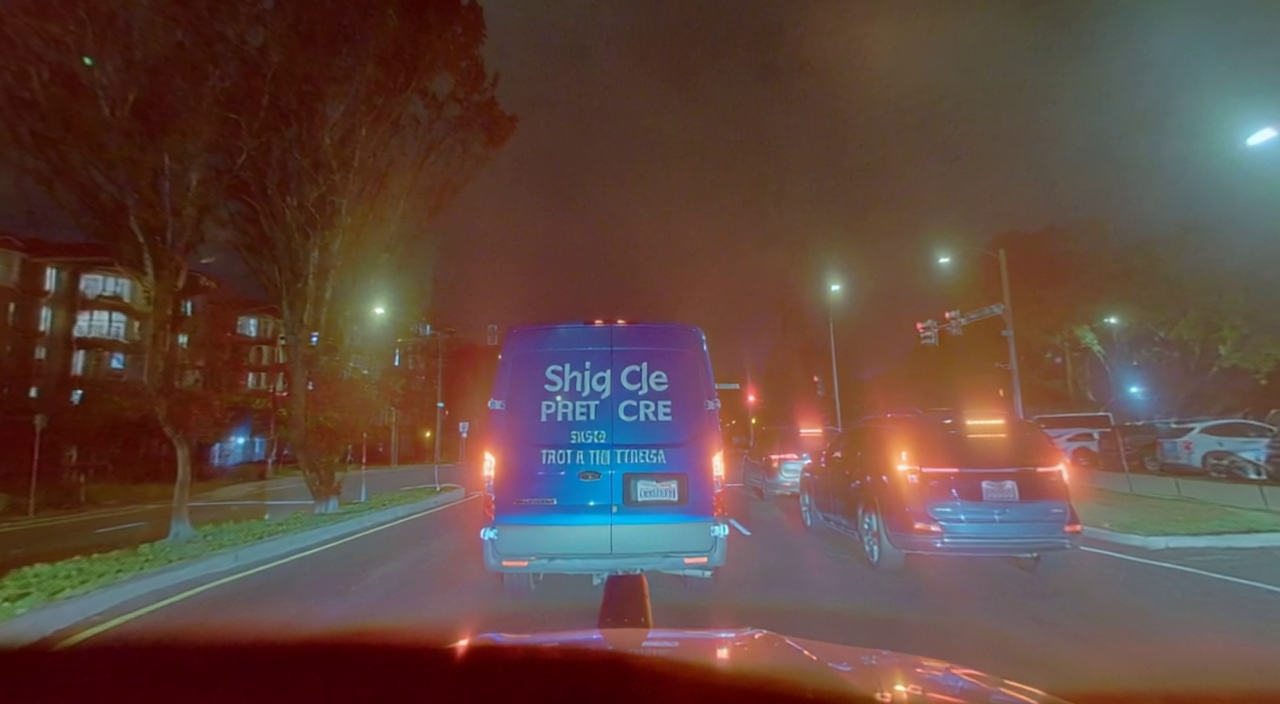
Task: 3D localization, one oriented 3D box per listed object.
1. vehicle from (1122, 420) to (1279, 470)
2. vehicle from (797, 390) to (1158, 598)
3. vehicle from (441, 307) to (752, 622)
[{"bbox_3d":[17.187,2.831,19.181,3.491,1.443,1.837,0,-8,0],"label":"vehicle"},{"bbox_3d":[3.434,1.531,7.614,1.965,1.771,4.295,0,-8,0],"label":"vehicle"},{"bbox_3d":[-0.303,1.231,7.545,2.422,2.488,4.992,0,-8,1],"label":"vehicle"}]
